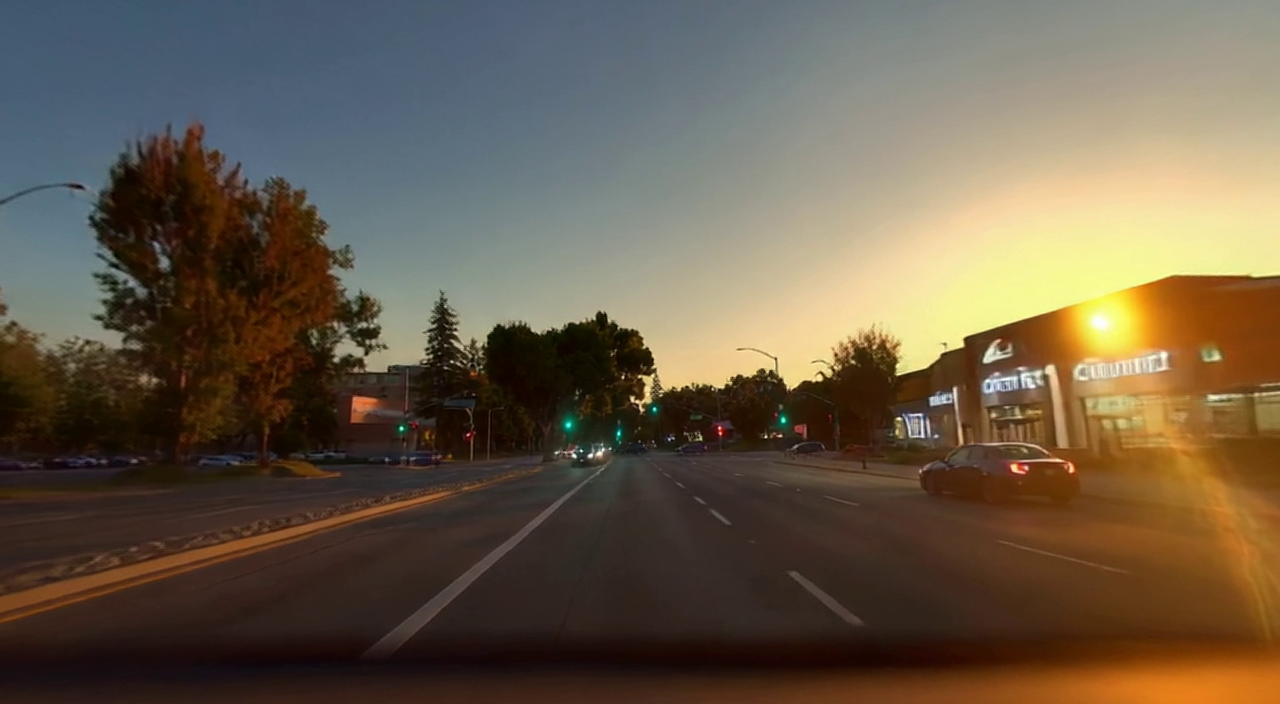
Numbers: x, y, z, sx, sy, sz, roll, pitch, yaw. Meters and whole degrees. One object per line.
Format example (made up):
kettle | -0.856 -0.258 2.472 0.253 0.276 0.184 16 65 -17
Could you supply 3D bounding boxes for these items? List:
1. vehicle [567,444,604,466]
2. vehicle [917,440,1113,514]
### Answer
vehicle | -3.805 7.249 44.711 2.121 1.481 4.708 0 -8 1
vehicle | 8.482 2.819 14.852 1.936 1.460 4.258 0 -8 -1
